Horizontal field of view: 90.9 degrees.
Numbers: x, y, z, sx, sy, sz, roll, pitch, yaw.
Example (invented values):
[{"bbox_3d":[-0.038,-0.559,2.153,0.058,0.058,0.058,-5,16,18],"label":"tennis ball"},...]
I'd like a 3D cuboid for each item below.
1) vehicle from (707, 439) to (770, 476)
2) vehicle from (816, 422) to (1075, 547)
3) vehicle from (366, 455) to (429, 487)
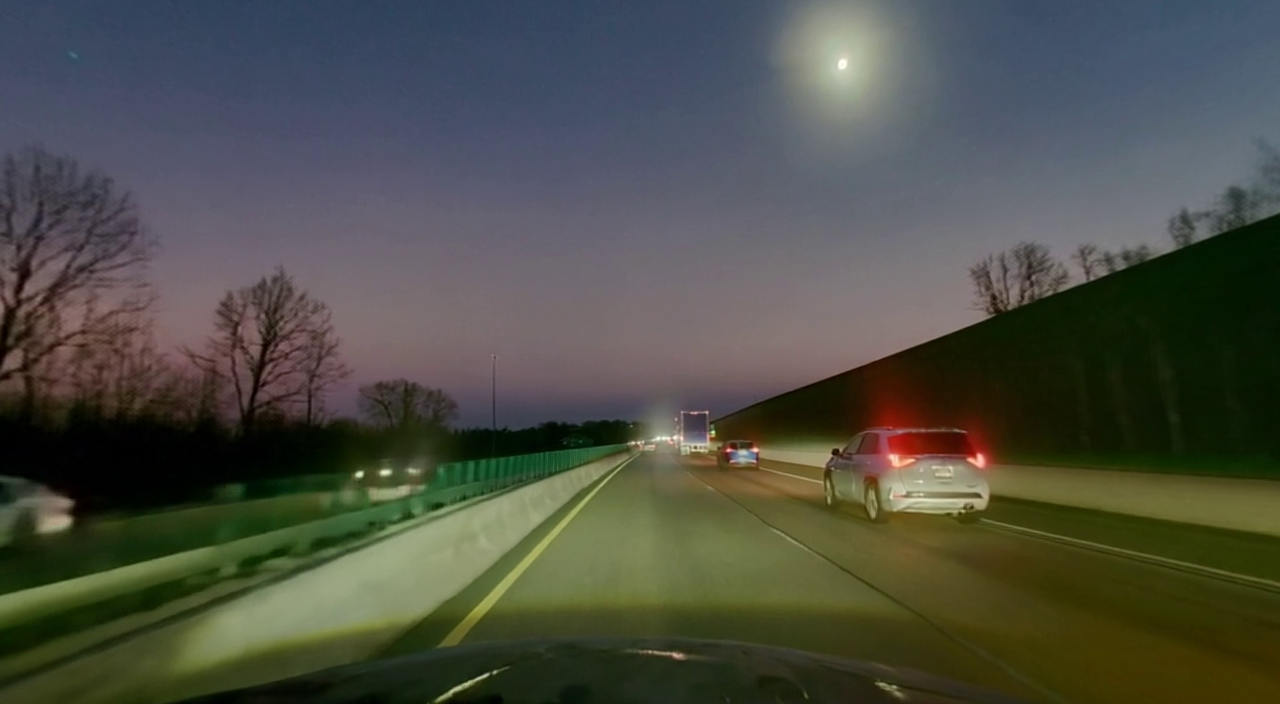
[{"bbox_3d":[4.271,4.635,27.995,2.000,1.473,4.440,1,-8,-1],"label":"vehicle"},{"bbox_3d":[4.374,1.940,9.893,1.940,1.539,4.005,1,-8,-2],"label":"vehicle"},{"bbox_3d":[-12.377,6.070,32.382,1.822,1.462,3.905,1,-8,-3],"label":"vehicle"}]
